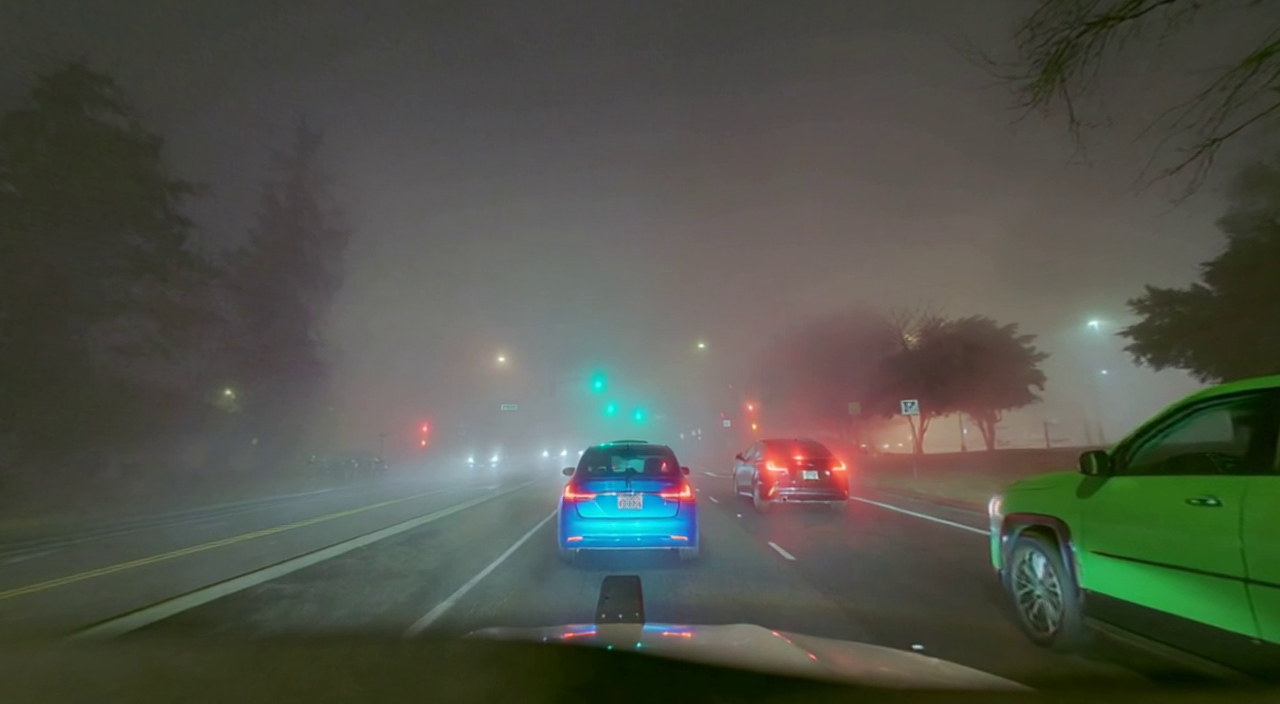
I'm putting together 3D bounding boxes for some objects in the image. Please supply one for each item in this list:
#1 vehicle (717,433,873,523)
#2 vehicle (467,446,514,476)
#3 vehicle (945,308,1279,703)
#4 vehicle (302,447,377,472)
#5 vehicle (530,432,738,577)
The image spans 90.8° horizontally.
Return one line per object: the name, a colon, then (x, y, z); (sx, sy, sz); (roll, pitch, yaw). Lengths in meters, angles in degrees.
vehicle: (2.944, 2.503, 13.129); (1.971, 1.517, 4.521); (0, -8, -2)
vehicle: (-9.253, 6.768, 39.413); (1.996, 1.680, 4.203); (-2, -8, -2)
vehicle: (3.375, 0.765, 2.602); (2.006, 1.766, 4.345); (0, -8, 0)
vehicle: (-19.862, 7.098, 41.864); (3.957, 1.630, 1.881); (0, -8, 0)
vehicle: (-0.108, 1.913, 8.782); (2.186, 1.500, 4.141); (0, -8, -1)
